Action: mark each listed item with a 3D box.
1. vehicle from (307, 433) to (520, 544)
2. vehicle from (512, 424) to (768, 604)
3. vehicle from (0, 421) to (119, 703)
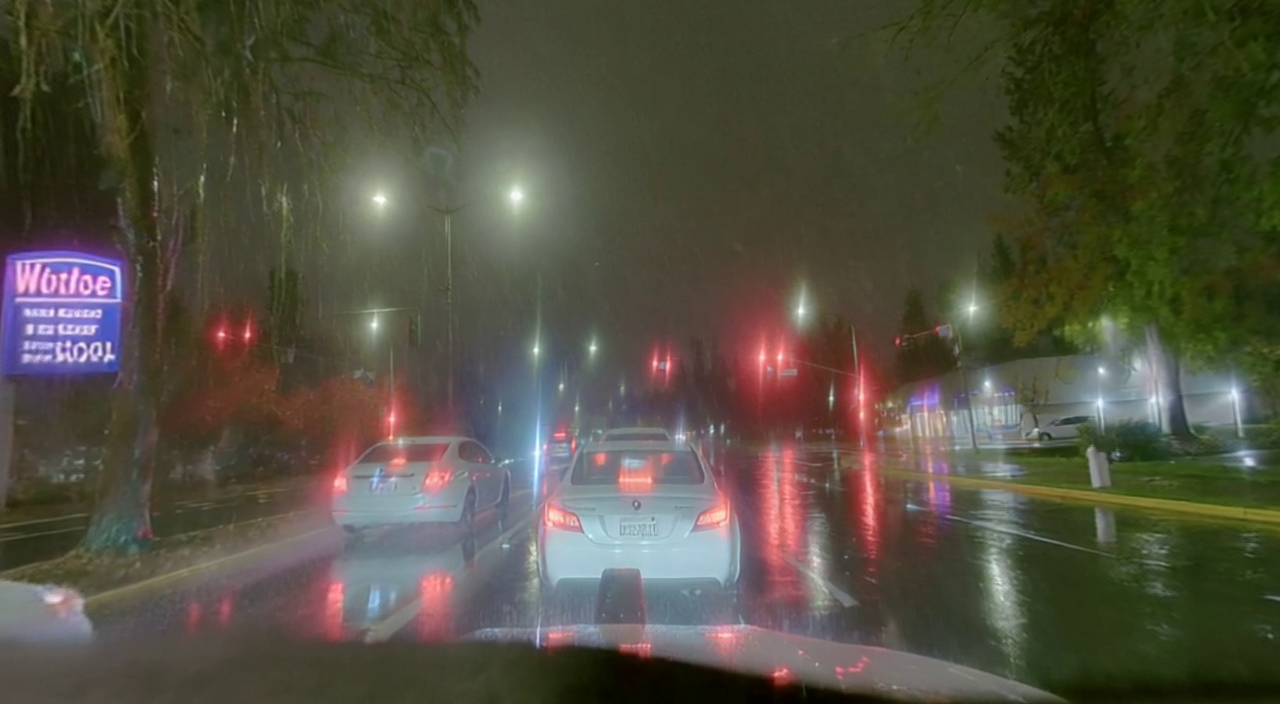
[{"bbox_3d":[-3.492,2.181,10.826,1.961,1.487,4.453,0,-8,0],"label":"vehicle"},{"bbox_3d":[-0.056,1.640,7.309,2.126,1.475,3.967,0,-8,-2],"label":"vehicle"},{"bbox_3d":[-3.368,0.724,0.605,1.952,1.431,4.383,0,-8,1],"label":"vehicle"}]
